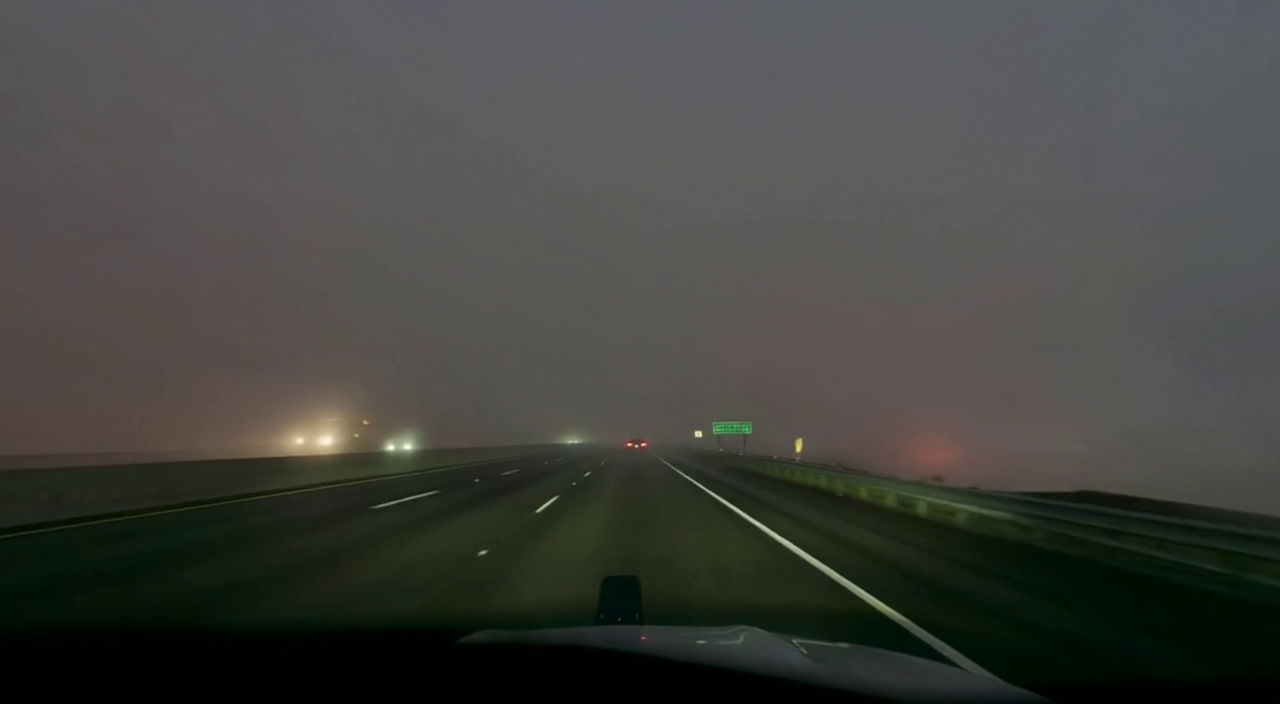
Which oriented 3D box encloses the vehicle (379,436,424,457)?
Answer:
[{"bbox_3d":[-18.240,7.237,48.198,1.837,1.456,3.836,-1,-8,2],"label":"vehicle"}]
